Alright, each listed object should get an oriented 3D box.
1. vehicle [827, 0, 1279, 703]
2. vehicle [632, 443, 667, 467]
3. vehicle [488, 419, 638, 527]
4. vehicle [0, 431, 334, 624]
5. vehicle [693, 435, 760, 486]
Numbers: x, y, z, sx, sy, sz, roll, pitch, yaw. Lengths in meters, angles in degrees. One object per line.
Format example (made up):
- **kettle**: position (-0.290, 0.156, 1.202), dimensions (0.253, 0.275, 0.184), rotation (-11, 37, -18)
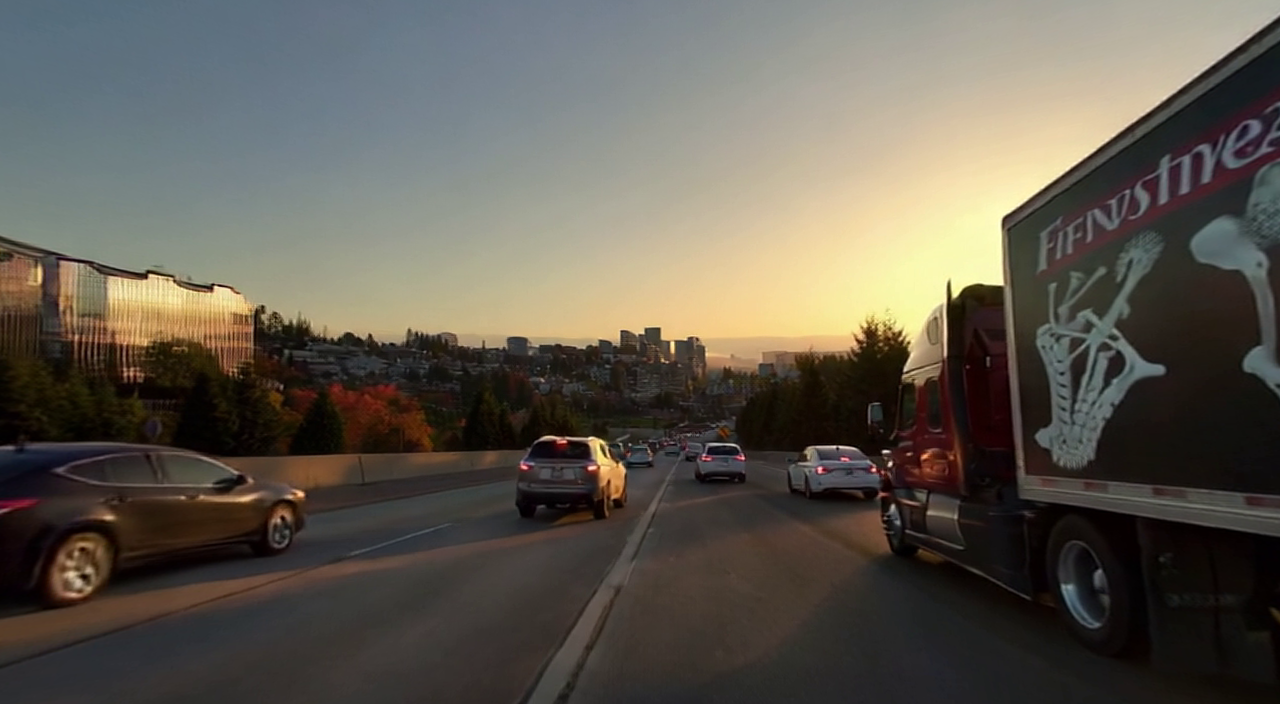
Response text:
- **vehicle**: position (4.307, 0.603, 5.598), dimensions (2.987, 3.212, 9.311), rotation (-1, -8, 4)
- **vehicle**: position (0.674, 6.740, 41.397), dimensions (2.036, 1.441, 4.253), rotation (-1, -8, 5)
- **vehicle**: position (-1.328, 2.399, 13.109), dimensions (2.153, 1.805, 4.631), rotation (-1, -8, 5)
- **vehicle**: position (-5.667, 1.616, 6.728), dimensions (1.965, 1.443, 4.968), rotation (-1, -8, 5)
- **vehicle**: position (3.087, 3.964, 23.454), dimensions (2.156, 1.701, 4.494), rotation (-1, -8, 4)
